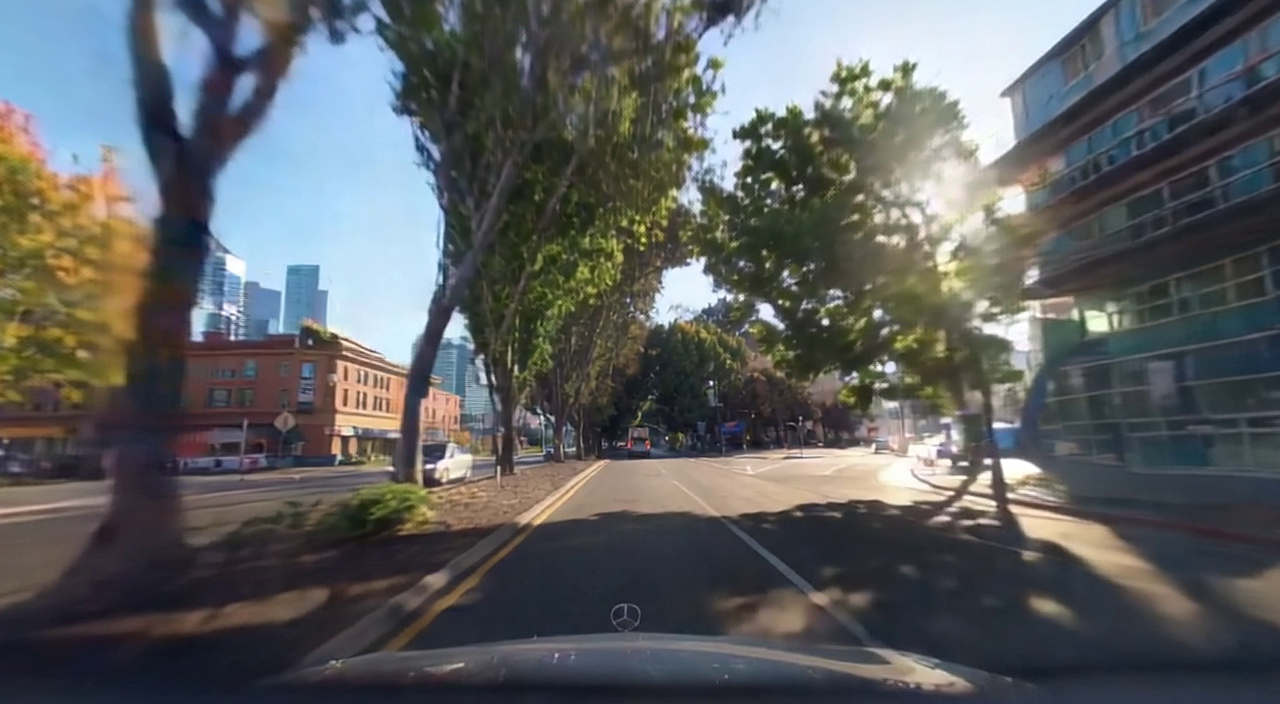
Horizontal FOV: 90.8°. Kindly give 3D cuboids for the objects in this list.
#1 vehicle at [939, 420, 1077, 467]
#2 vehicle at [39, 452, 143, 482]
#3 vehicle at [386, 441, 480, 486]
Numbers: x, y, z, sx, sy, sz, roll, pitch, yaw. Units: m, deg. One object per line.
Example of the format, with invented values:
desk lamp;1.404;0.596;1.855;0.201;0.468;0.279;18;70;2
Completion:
vehicle;25.865;6.429;44.466;8.606;3.093;2.803;2;-8;-13
vehicle;-36.136;7.557;41.755;4.562;1.825;2.148;2;-9;-14
vehicle;-7.510;4.078;23.431;1.999;1.478;4.441;0;-8;-1
